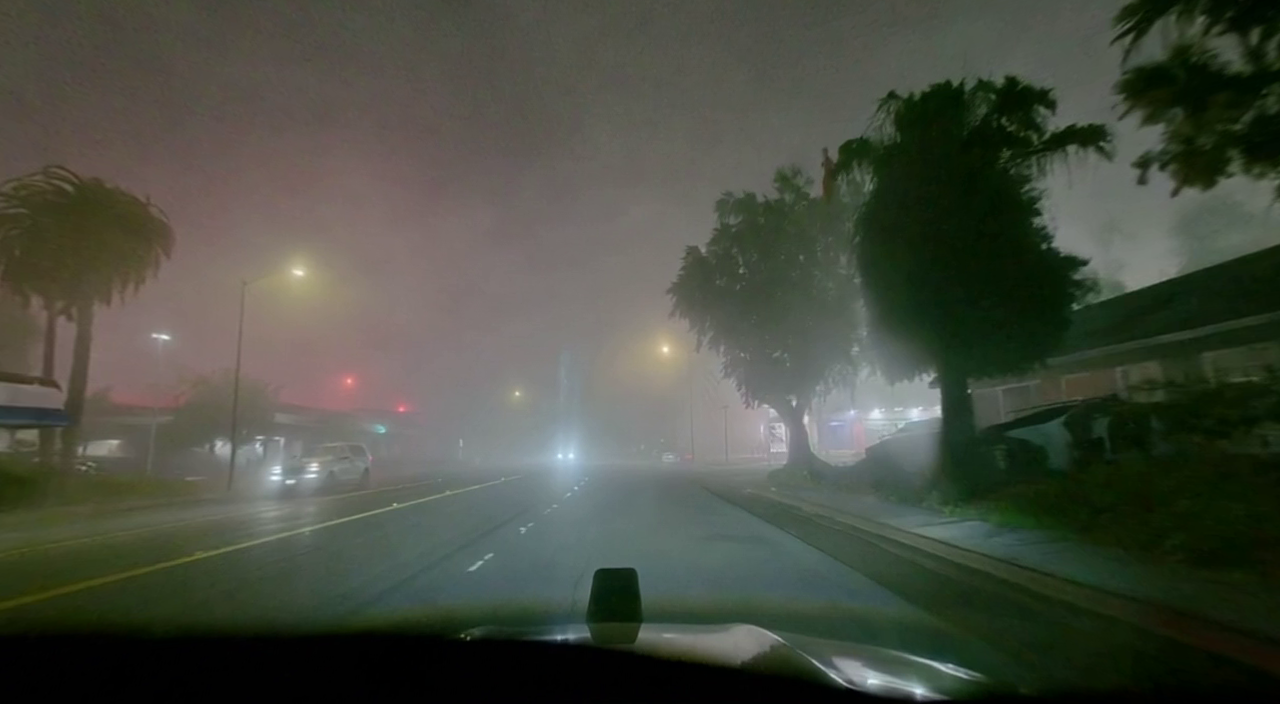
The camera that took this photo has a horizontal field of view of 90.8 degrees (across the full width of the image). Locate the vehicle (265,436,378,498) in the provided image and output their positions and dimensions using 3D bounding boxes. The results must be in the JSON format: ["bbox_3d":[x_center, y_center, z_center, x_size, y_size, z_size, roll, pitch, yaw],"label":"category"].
[{"bbox_3d":[-11.597,4.190,23.399,2.089,1.979,4.179,-3,-9,-1],"label":"vehicle"}]
